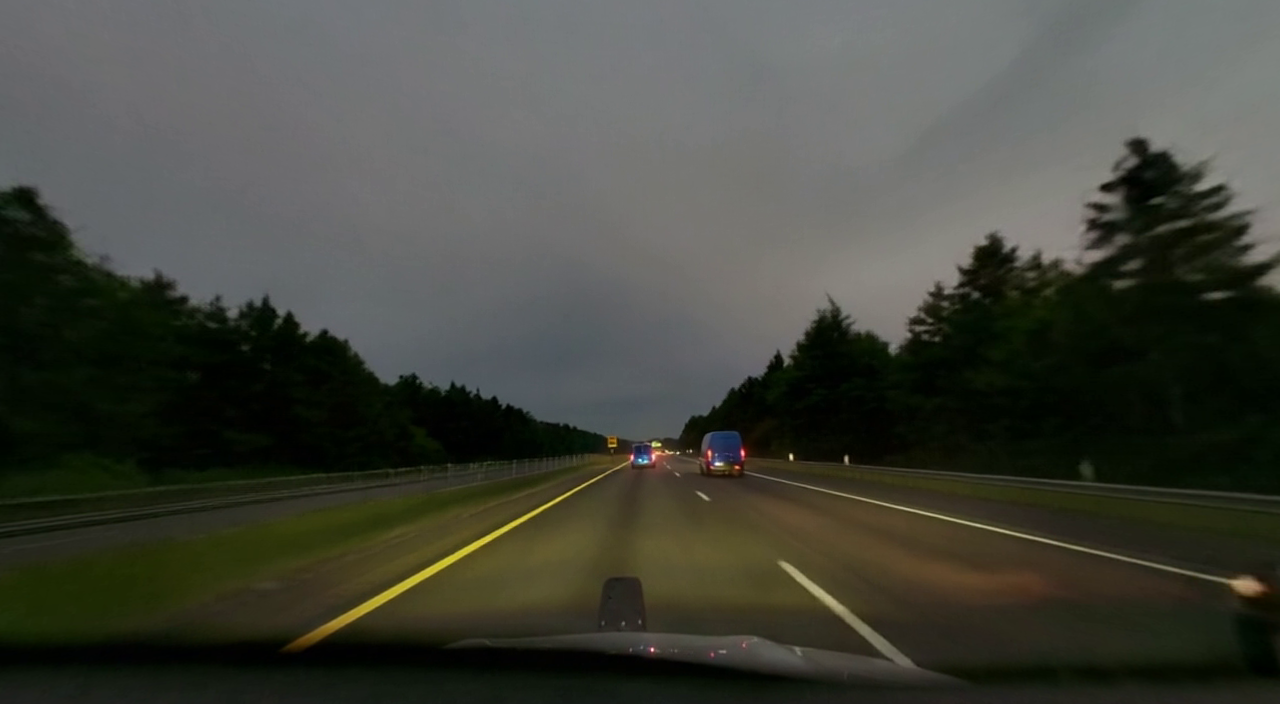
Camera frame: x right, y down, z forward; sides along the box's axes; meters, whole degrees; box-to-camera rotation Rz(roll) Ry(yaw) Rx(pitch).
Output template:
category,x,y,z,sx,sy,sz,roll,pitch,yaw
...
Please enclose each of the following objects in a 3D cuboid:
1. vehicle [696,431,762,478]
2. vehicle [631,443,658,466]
category,x,y,z,sx,sy,sz,roll,pitch,yaw
vehicle,4.131,4.899,30.281,2.371,2.045,4.768,0,-9,-1
vehicle,0.372,8.096,49.965,2.087,1.707,4.316,0,-9,1
